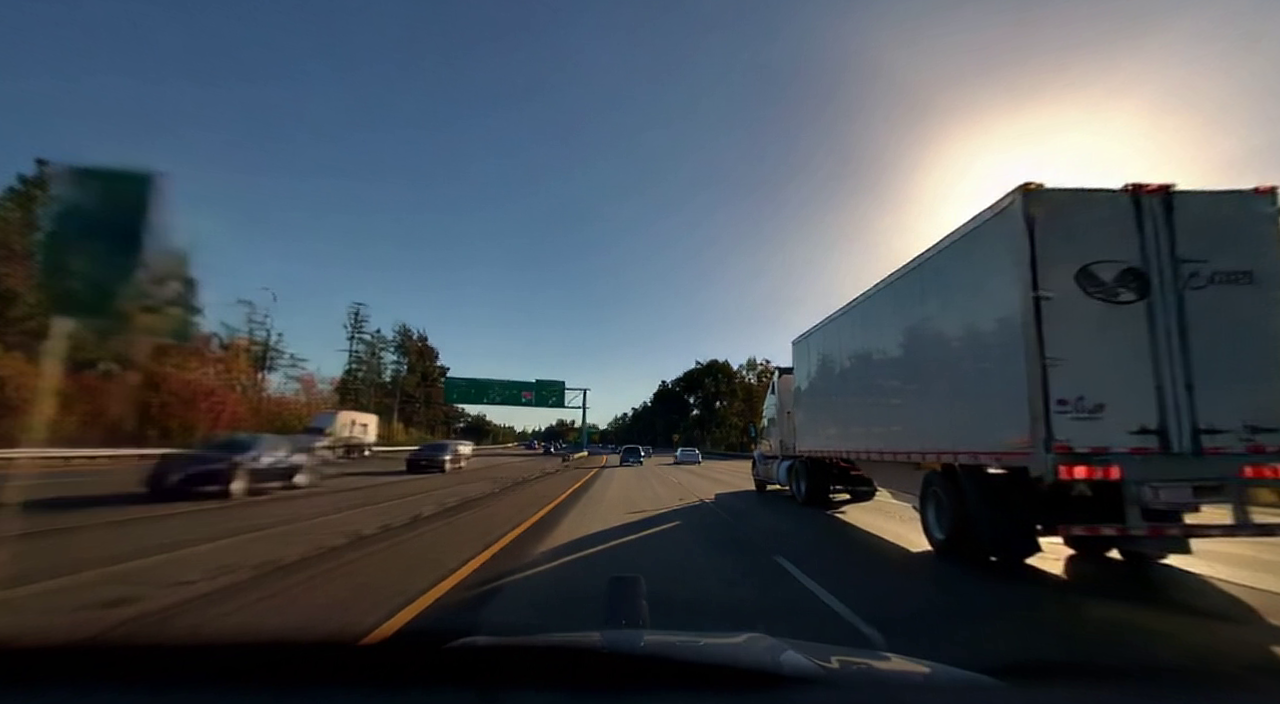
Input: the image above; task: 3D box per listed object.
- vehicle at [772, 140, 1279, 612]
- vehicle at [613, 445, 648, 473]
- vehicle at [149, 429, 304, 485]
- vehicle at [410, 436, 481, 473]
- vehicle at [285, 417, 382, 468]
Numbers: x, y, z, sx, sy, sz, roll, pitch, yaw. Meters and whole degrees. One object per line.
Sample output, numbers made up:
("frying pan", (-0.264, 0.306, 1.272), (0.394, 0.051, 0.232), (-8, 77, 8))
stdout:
("vehicle", (5.389, 1.171, 12.248), (2.890, 4.006, 14.039), (0, -9, 1))
("vehicle", (-0.583, 6.657, 39.347), (2.111, 1.599, 3.859), (0, -9, 0))
("vehicle", (-11.937, 3.076, 18.587), (1.786, 1.451, 4.104), (0, -9, 0))
("vehicle", (-8.414, 4.503, 27.646), (1.830, 1.480, 4.053), (0, -9, 0))
("vehicle", (-16.428, 4.954, 34.260), (2.319, 2.536, 6.071), (0, -9, -2))
